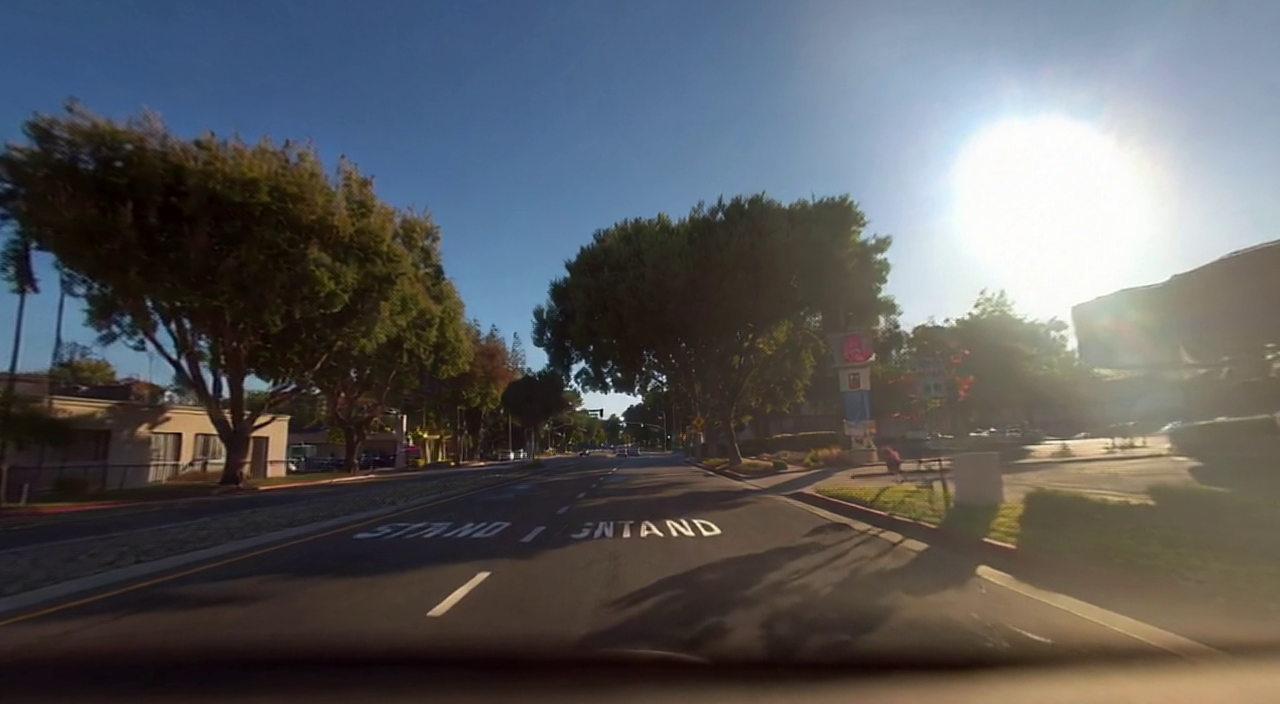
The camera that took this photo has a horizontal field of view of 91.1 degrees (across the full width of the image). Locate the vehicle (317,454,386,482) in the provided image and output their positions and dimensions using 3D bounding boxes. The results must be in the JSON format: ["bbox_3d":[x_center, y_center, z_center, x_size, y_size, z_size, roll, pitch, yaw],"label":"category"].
[{"bbox_3d":[-17.394,6.987,38.084,1.861,1.541,4.530,0,-9,3],"label":"vehicle"}]
